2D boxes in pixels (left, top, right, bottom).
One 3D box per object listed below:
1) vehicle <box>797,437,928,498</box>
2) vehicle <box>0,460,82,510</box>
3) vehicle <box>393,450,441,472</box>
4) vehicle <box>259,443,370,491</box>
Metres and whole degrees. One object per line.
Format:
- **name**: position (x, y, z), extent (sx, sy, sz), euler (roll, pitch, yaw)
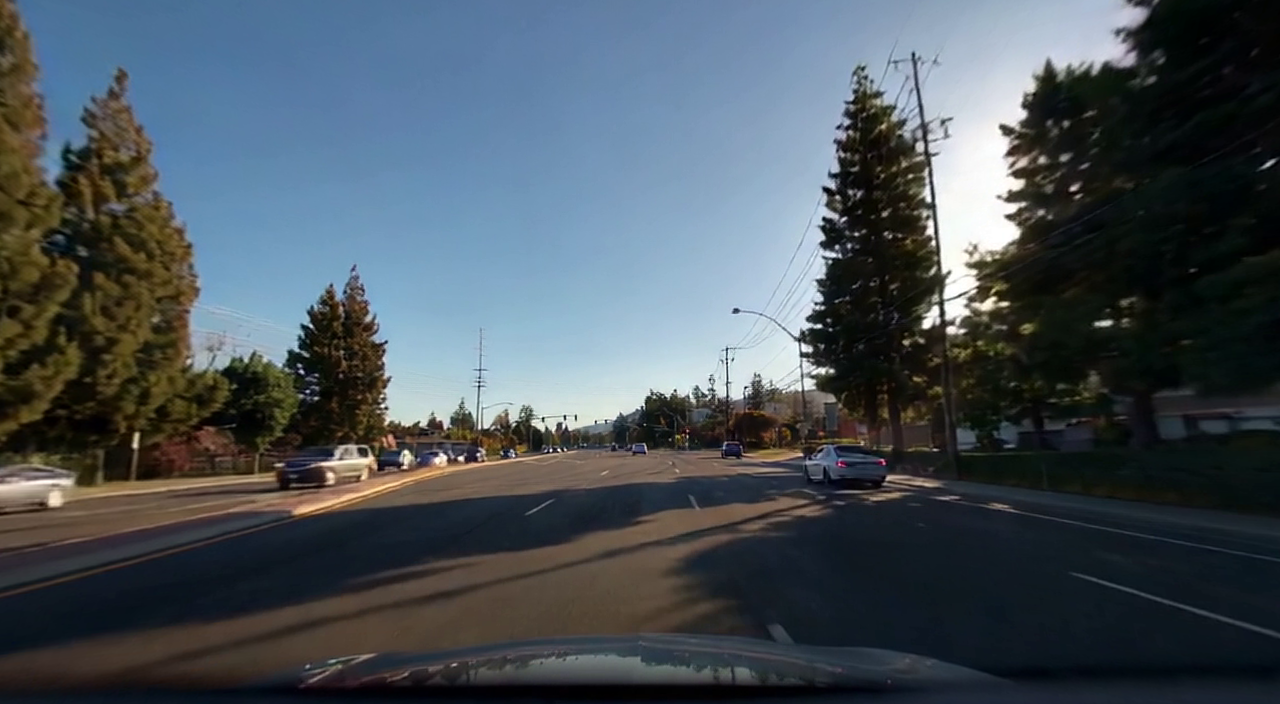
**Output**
- **vehicle**: position (6.320, 3.331, 18.630), extent (2.113, 1.520, 4.650), euler (0, -9, -1)
- **vehicle**: position (-22.881, 4.738, 22.599), extent (1.851, 1.608, 4.452), euler (0, -9, -2)
- **vehicle**: position (-16.251, 7.959, 46.278), extent (1.903, 1.477, 4.721), euler (0, -9, -1)
- **vehicle**: position (-12.392, 4.394, 24.458), extent (1.992, 1.651, 4.486), euler (0, -9, -1)
